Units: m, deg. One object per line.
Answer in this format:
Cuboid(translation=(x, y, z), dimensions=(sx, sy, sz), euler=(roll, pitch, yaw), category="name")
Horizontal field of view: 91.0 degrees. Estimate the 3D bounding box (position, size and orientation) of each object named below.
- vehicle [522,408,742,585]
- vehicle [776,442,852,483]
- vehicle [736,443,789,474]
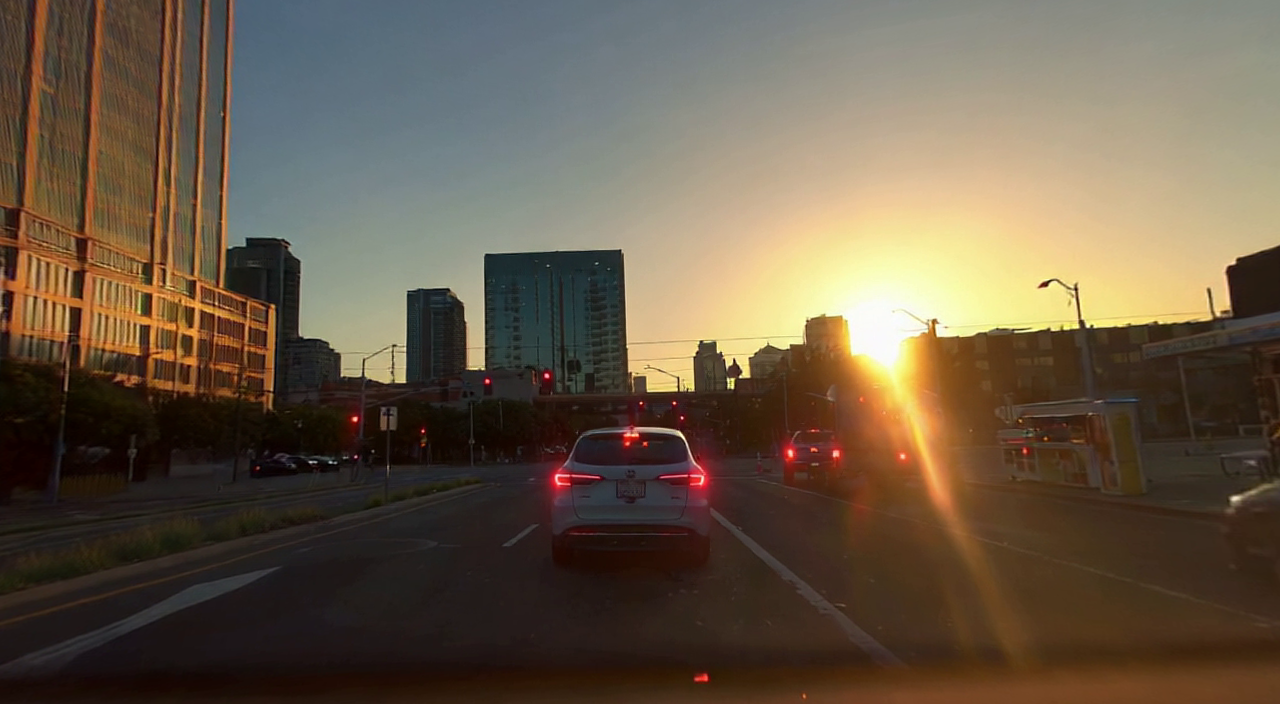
Cuboid(translation=(-0.062, 1.694, 8.122), dimensions=(2.115, 1.700, 3.901), euler=(0, -8, 1), category="vehicle")
Cuboid(translation=(6.854, 4.380, 25.274), dimensions=(1.833, 1.452, 4.237), euler=(0, -9, 0), category="vehicle")
Cuboid(translation=(6.259, 5.457, 32.638), dimensions=(1.961, 1.477, 4.454), euler=(0, -9, 2), category="vehicle")
